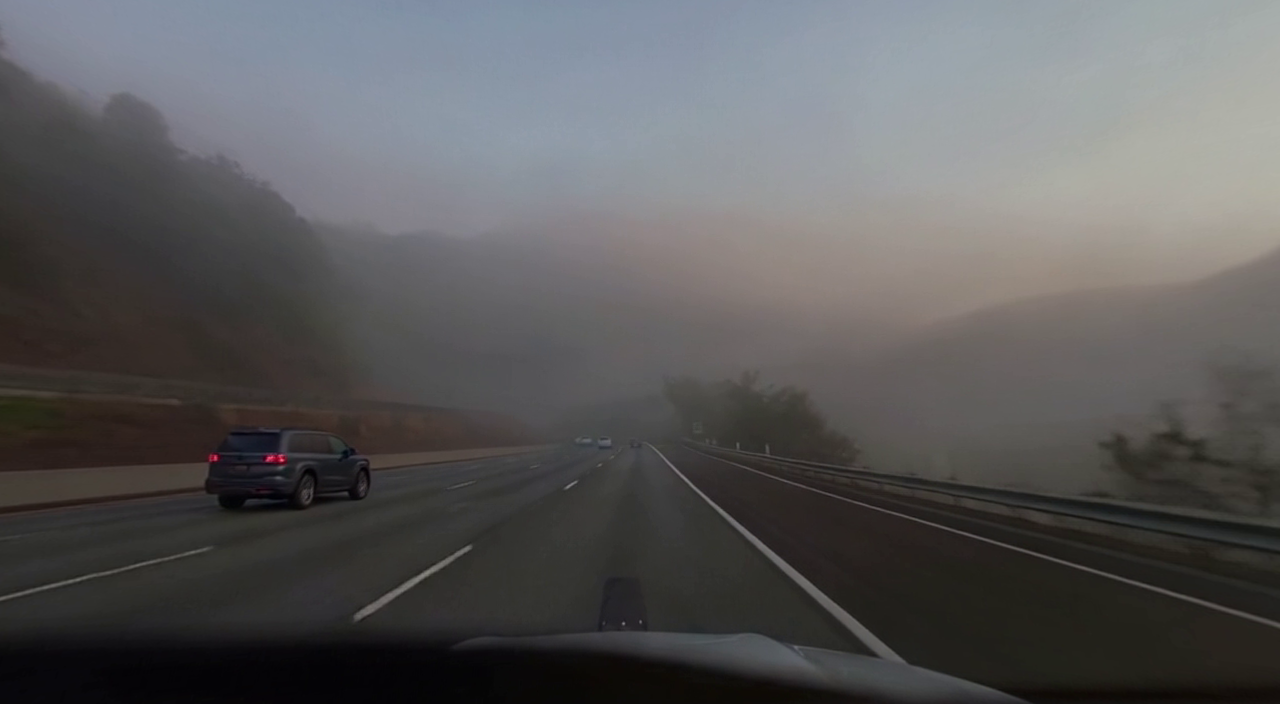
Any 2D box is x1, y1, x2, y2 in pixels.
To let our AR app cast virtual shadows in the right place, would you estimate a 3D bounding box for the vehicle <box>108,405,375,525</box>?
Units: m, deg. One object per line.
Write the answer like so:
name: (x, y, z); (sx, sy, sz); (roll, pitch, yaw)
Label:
vehicle: (-7.514, 2.202, 12.757); (2.151, 1.925, 4.945); (0, -9, 0)
